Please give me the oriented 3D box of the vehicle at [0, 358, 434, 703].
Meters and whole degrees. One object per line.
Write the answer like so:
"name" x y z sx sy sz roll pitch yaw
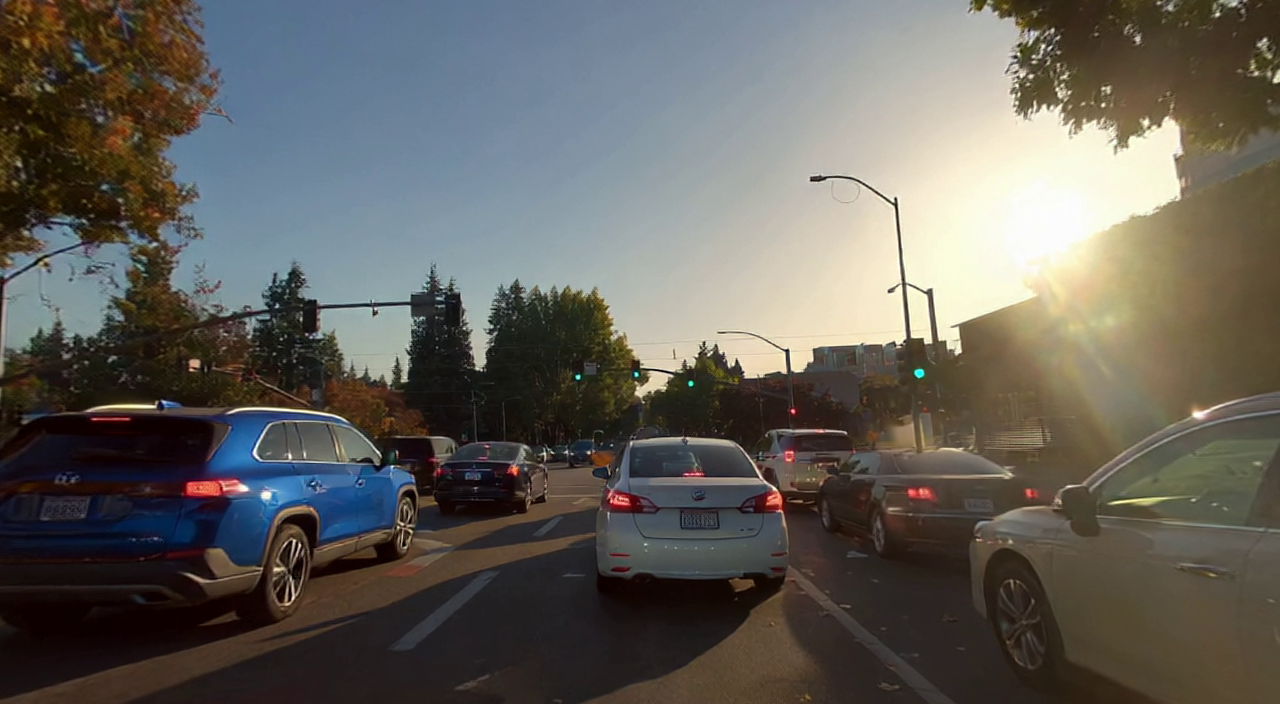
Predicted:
"vehicle" -3.454 1.224 5.294 1.889 1.767 4.289 0 -8 1

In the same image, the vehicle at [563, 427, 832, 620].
"vehicle" 0.433 1.610 6.841 2.051 1.460 3.932 0 -8 0

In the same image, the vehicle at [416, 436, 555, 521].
"vehicle" -3.075 2.587 13.424 1.868 1.516 4.114 0 -8 1

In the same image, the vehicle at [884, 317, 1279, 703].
"vehicle" 3.040 0.918 3.069 1.880 1.747 4.500 0 -8 0
